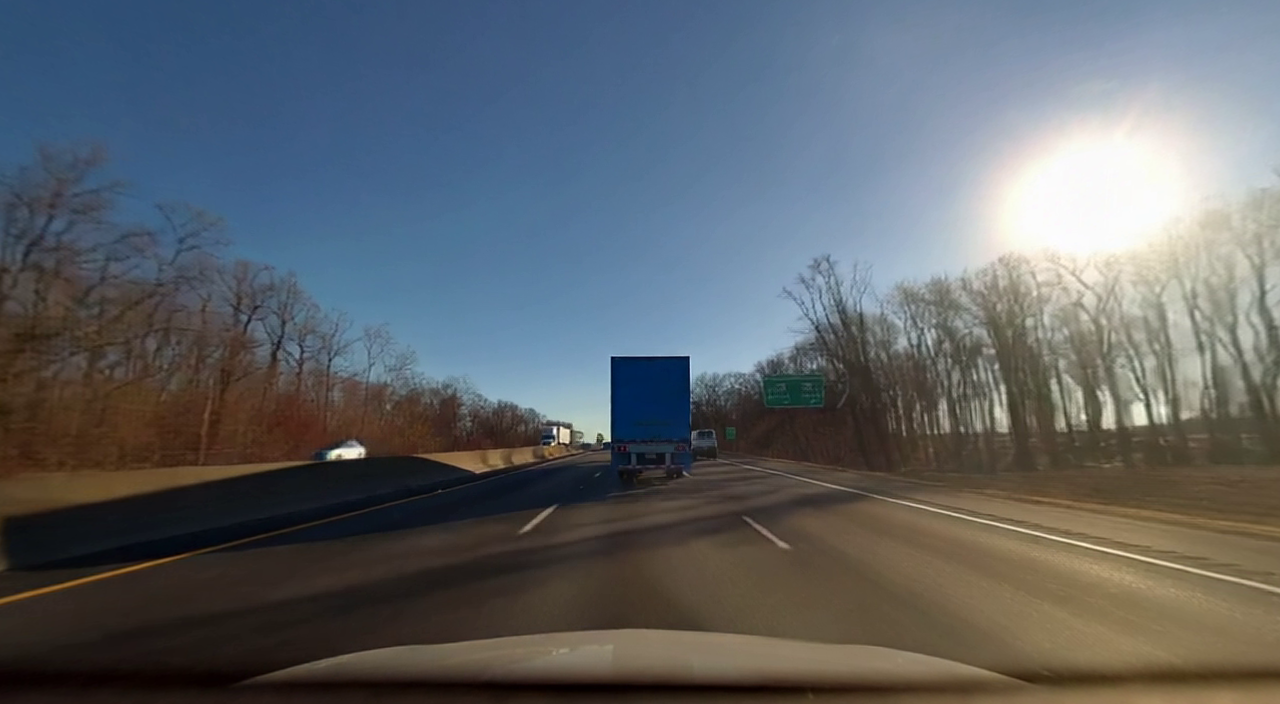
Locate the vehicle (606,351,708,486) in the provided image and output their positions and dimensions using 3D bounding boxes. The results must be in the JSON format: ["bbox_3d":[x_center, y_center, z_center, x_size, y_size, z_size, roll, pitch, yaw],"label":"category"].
[{"bbox_3d":[0.502,2.710,23.986,3.010,4.039,10.481,0,-8,0],"label":"vehicle"}]

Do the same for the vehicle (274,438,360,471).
[{"bbox_3d":[-16.791,5.345,32.922,2.022,1.612,4.535,0,-8,1],"label":"vehicle"}]
